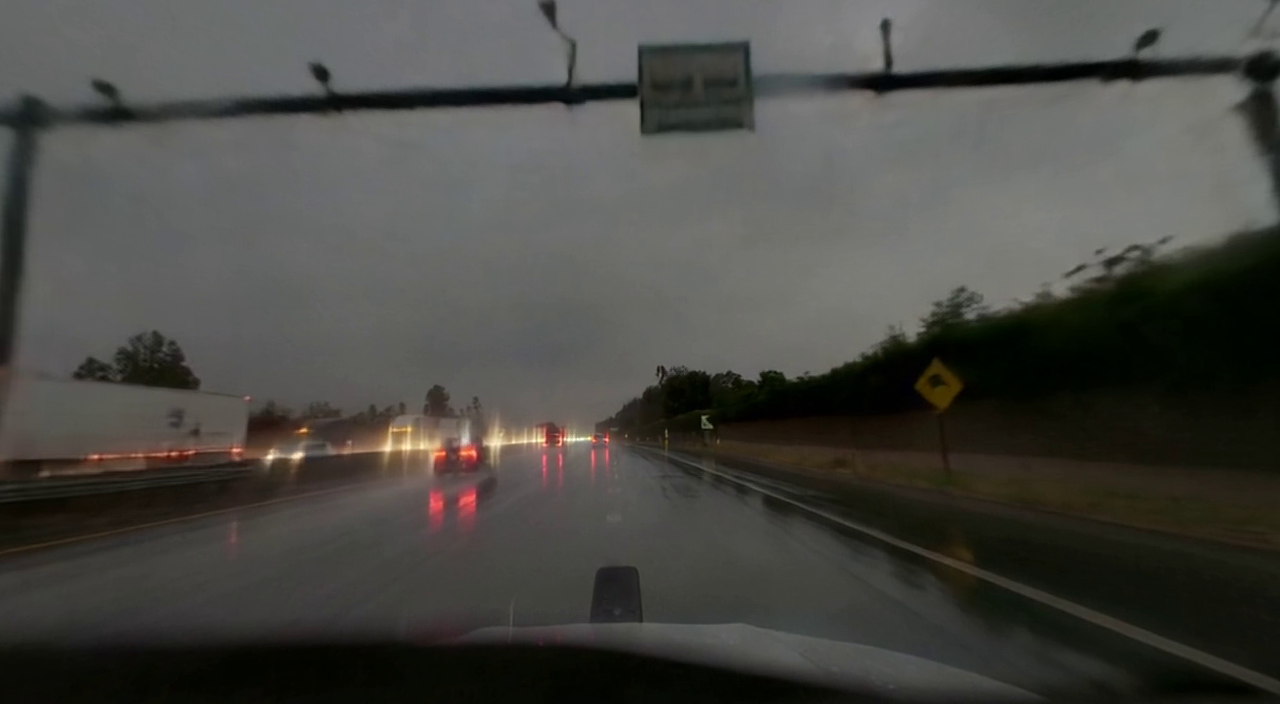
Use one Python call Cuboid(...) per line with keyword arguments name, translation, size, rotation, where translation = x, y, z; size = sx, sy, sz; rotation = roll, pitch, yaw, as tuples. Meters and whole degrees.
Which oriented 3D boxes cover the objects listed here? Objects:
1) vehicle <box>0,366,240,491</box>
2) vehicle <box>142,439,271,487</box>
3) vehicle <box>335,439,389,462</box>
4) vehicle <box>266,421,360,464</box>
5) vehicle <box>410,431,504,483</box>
Cuboid(name="vehicle", translation=(-22.071, 3.027, 23.920), size=(3.348, 3.923, 16.919), rotation=(-1, -8, -2))
Cuboid(name="vehicle", translation=(-14.765, 3.756, 21.686), size=(1.775, 1.440, 3.806), rotation=(0, -8, -1))
Cuboid(name="vehicle", translation=(-19.227, 6.810, 43.626), size=(1.858, 1.457, 4.357), rotation=(0, -8, -1))
Cuboid(name="vehicle", translation=(-22.983, 6.395, 44.722), size=(3.016, 2.733, 7.070), rotation=(0, -8, -1))
Cuboid(name="vehicle", translation=(-5.963, 3.449, 21.034), size=(1.953, 1.550, 4.167), rotation=(0, -8, -1))
